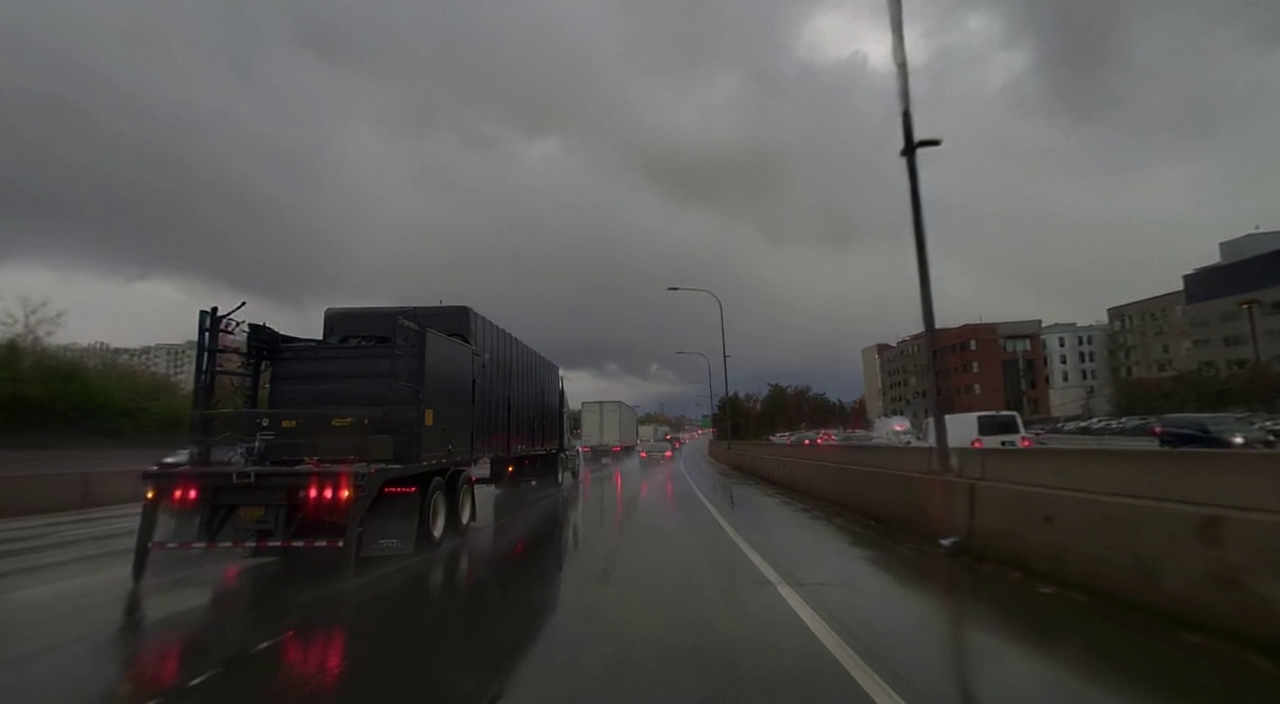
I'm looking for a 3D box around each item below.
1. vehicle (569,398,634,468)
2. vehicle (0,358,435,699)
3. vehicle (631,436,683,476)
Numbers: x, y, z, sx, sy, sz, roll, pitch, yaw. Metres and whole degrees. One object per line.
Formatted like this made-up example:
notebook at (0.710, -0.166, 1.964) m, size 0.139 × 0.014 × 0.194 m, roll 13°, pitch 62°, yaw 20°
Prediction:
vehicle at (-2.213, 5.304, 40.304) m, size 3.073 × 3.894 × 9.782 m, roll -1°, pitch -9°, yaw 3°
vehicle at (-3.730, 1.149, 5.118) m, size 2.896 × 1.779 × 3.441 m, roll 0°, pitch -8°, yaw 1°
vehicle at (0.786, 4.674, 28.549) m, size 2.178 × 1.640 × 4.071 m, roll -1°, pitch -9°, yaw 2°
